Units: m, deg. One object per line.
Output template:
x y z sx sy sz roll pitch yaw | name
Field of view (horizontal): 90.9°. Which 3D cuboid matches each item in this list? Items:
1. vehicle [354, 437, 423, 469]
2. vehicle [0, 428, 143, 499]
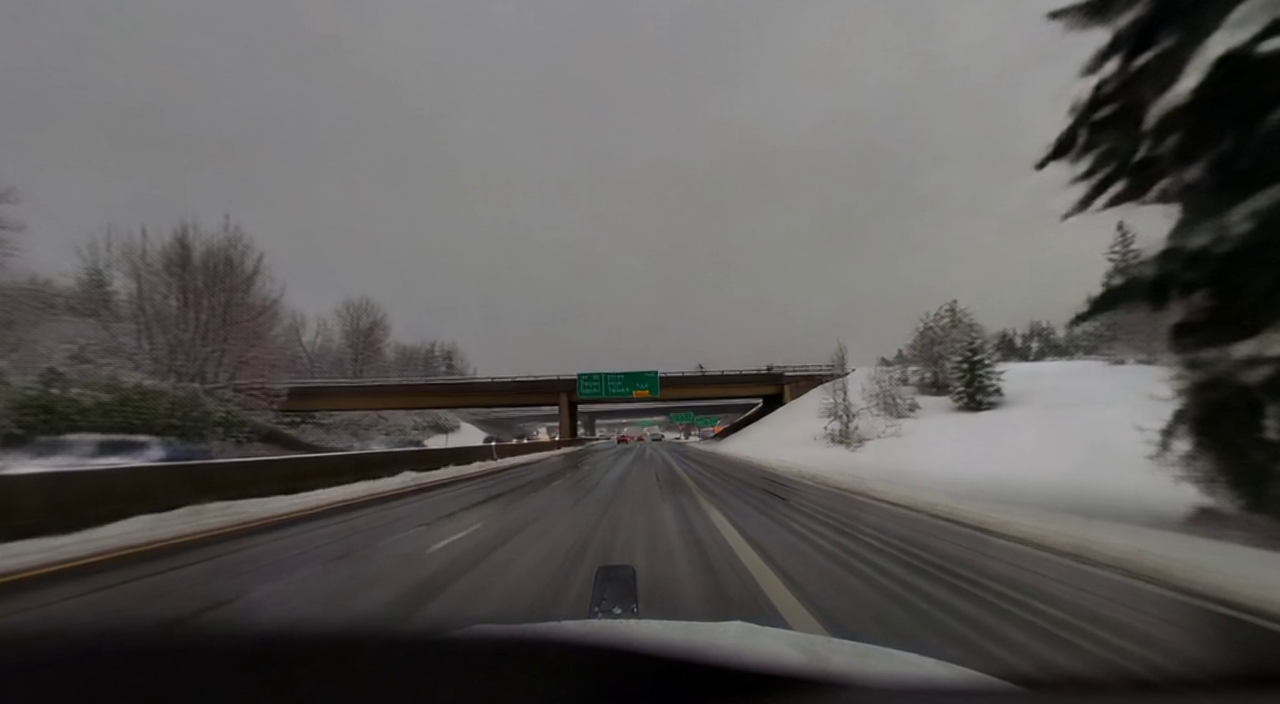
-11.804 4.740 29.810 1.866 1.380 3.399 0 -8 0 | vehicle
-15.259 2.675 15.496 2.223 1.560 4.808 0 -8 -1 | vehicle
